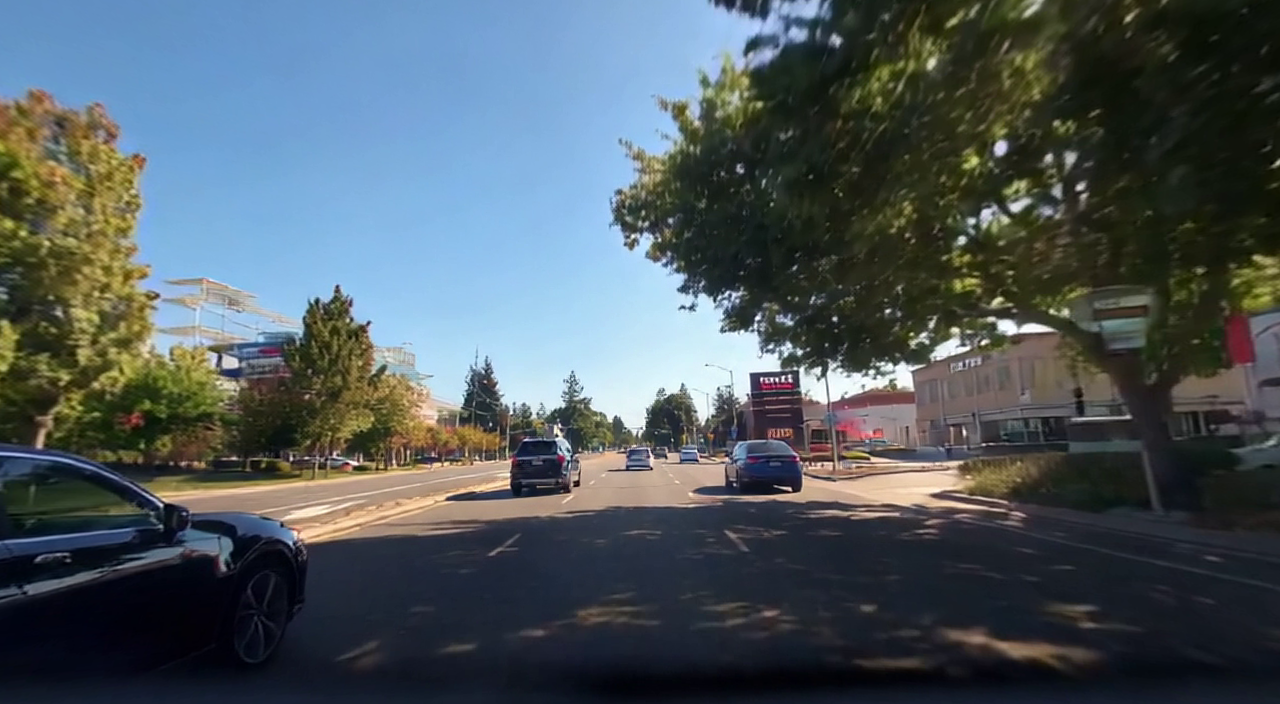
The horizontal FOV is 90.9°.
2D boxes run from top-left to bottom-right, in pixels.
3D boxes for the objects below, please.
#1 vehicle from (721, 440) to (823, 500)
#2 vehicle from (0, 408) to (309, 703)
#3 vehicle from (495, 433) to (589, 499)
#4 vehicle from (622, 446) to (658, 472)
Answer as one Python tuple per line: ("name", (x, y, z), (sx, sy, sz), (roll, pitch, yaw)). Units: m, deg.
("vehicle", (3.606, 3.297, 18.039), (1.904, 1.490, 4.299), (0, -8, -1))
("vehicle", (-3.007, 0.834, 1.403), (1.956, 1.460, 4.802), (0, -8, 0))
("vehicle", (-2.917, 3.513, 19.892), (2.193, 1.788, 4.603), (-1, -8, 0))
("vehicle", (-0.024, 6.463, 38.345), (2.069, 1.445, 3.965), (0, -8, 0))
